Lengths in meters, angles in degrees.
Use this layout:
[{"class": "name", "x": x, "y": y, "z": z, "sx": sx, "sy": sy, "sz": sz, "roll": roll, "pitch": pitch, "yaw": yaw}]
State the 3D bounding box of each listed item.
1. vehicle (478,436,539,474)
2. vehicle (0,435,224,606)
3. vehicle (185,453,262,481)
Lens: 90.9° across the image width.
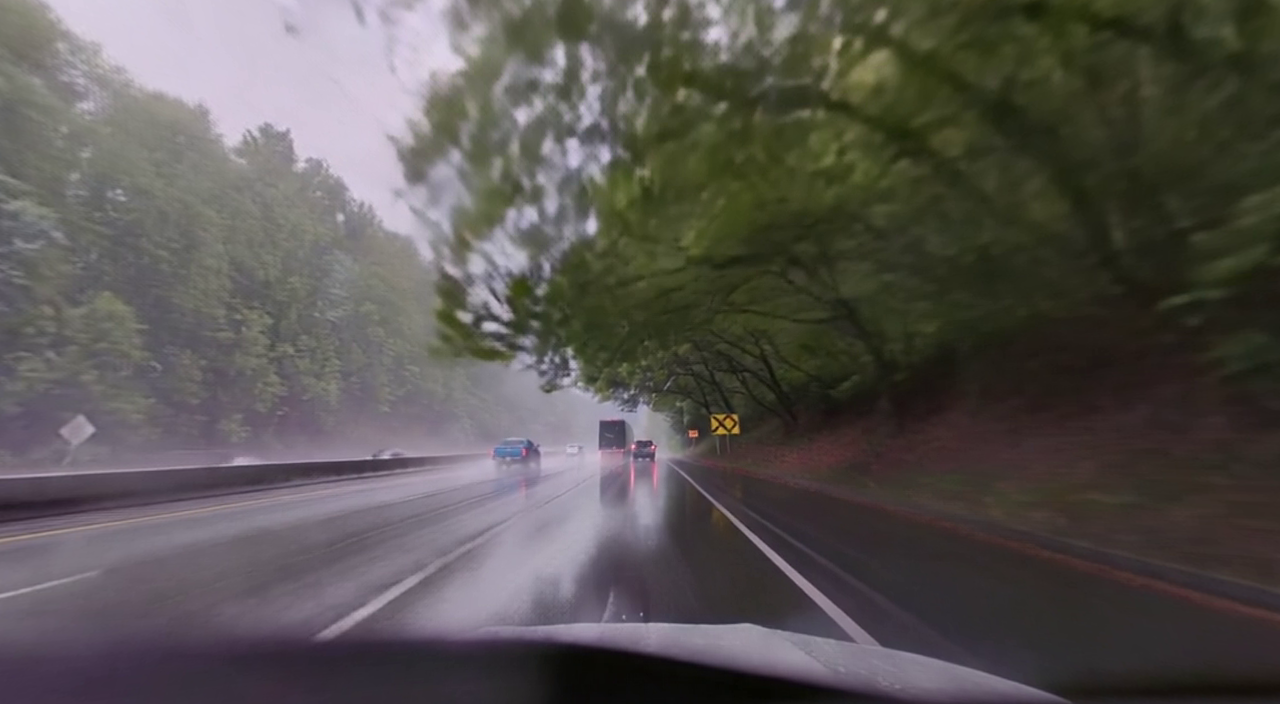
[{"class": "vehicle", "x": -6.924, "y": 5.478, "z": 33.751, "sx": 2.149, "sy": 1.884, "sz": 4.627, "roll": 0, "pitch": -8, "yaw": 1}, {"class": "vehicle", "x": -7.890, "y": 1.902, "z": 7.451, "sx": 2.258, "sy": 1.785, "sz": 5.318, "roll": 0, "pitch": -8, "yaw": 1}, {"class": "vehicle", "x": -29.754, "y": 8.208, "z": 45.256, "sx": 2.067, "sy": 1.818, "sz": 4.917, "roll": 0, "pitch": -8, "yaw": 1}]
